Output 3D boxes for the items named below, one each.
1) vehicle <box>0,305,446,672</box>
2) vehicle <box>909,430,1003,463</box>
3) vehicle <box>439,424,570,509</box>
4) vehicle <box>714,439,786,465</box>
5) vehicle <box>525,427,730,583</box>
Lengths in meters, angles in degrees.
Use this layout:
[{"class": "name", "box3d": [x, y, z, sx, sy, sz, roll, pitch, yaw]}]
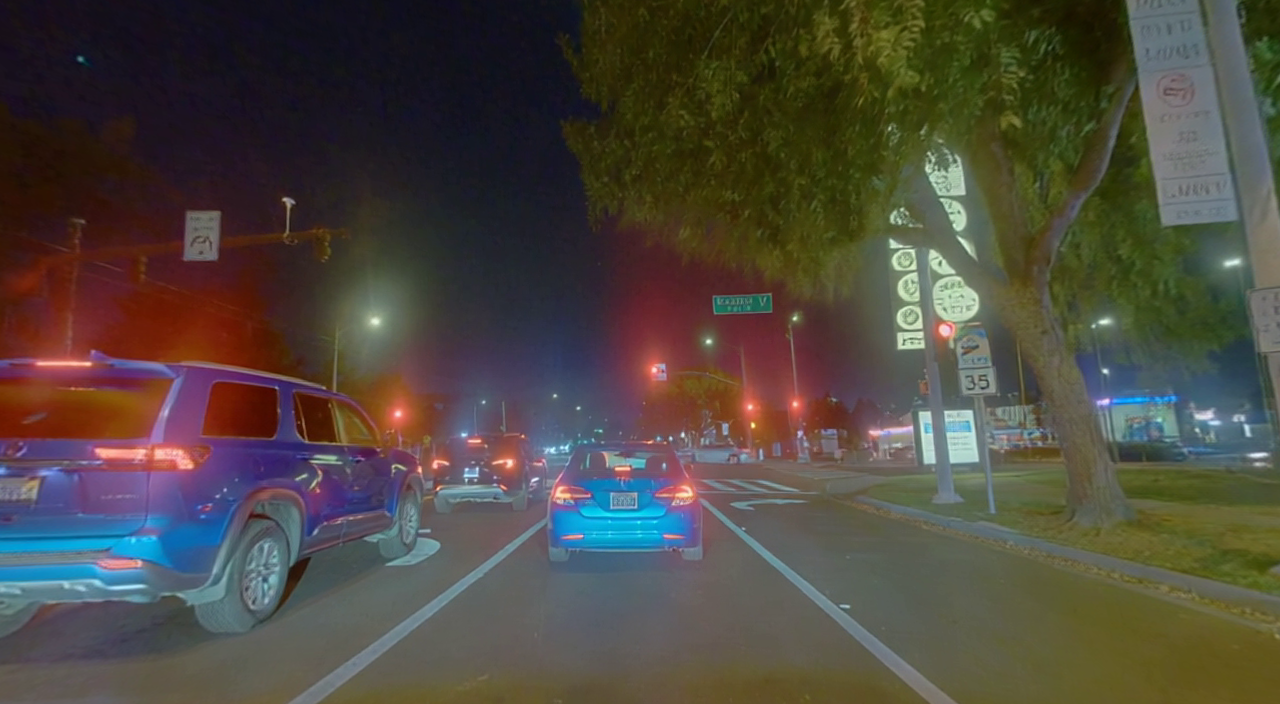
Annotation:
[{"class": "vehicle", "box3d": [-3.822, 1.137, 6.214, 2.152, 2.118, 5.066, 0, -8, 0]}, {"class": "vehicle", "box3d": [17.625, 5.302, 35.193, 4.116, 1.719, 2.069, -1, -9, 6]}, {"class": "vehicle", "box3d": [-2.929, 2.594, 14.605, 2.047, 1.664, 4.148, 0, -8, 1]}, {"class": "vehicle", "box3d": [6.579, 5.984, 37.530, 3.924, 1.447, 2.039, -3, -9, 19]}, {"class": "vehicle", "box3d": [-0.162, 1.782, 8.185, 1.966, 1.481, 4.146, 0, -8, -1]}]
